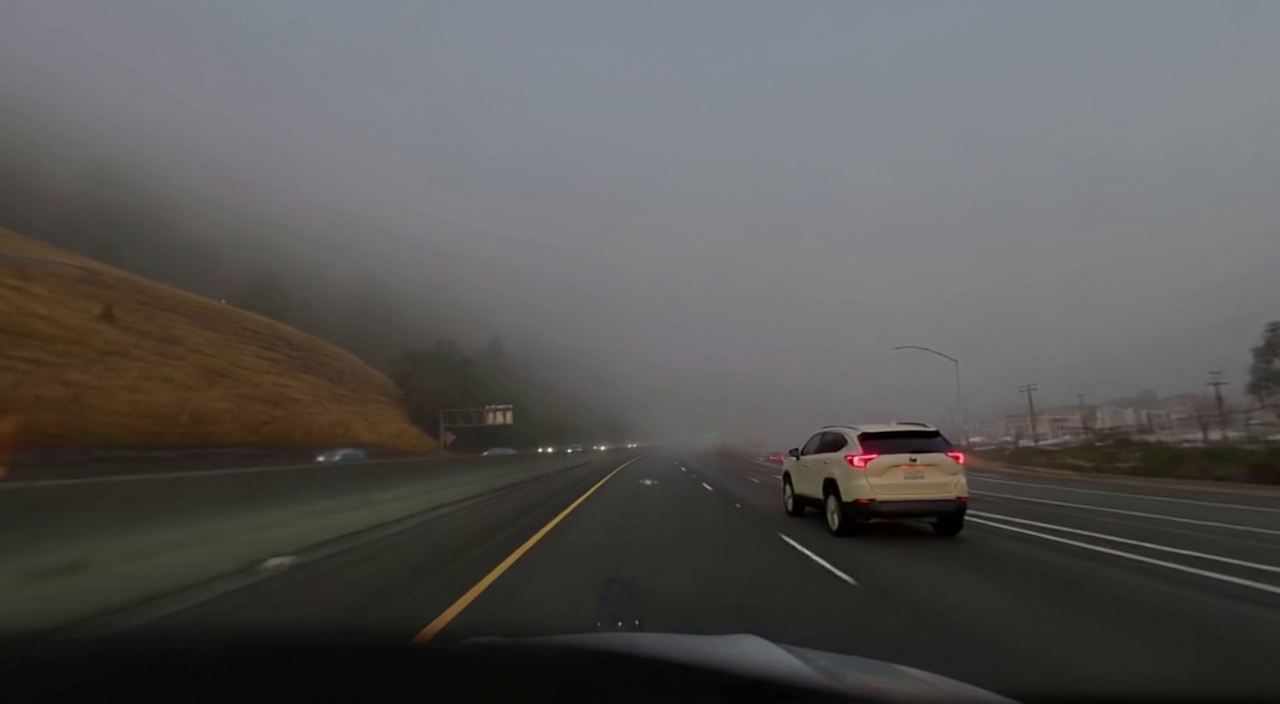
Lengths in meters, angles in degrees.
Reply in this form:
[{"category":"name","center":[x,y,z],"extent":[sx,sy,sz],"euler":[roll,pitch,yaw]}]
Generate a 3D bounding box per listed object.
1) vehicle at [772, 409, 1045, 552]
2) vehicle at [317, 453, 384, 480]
[{"category":"vehicle","center":[3.857,1.950,10.238],"extent":[2.318,1.766,4.587],"euler":[0,-9,-1]},{"category":"vehicle","center":[-17.552,6.934,38.414],"extent":[1.874,1.479,4.503],"euler":[-1,-9,1]}]
